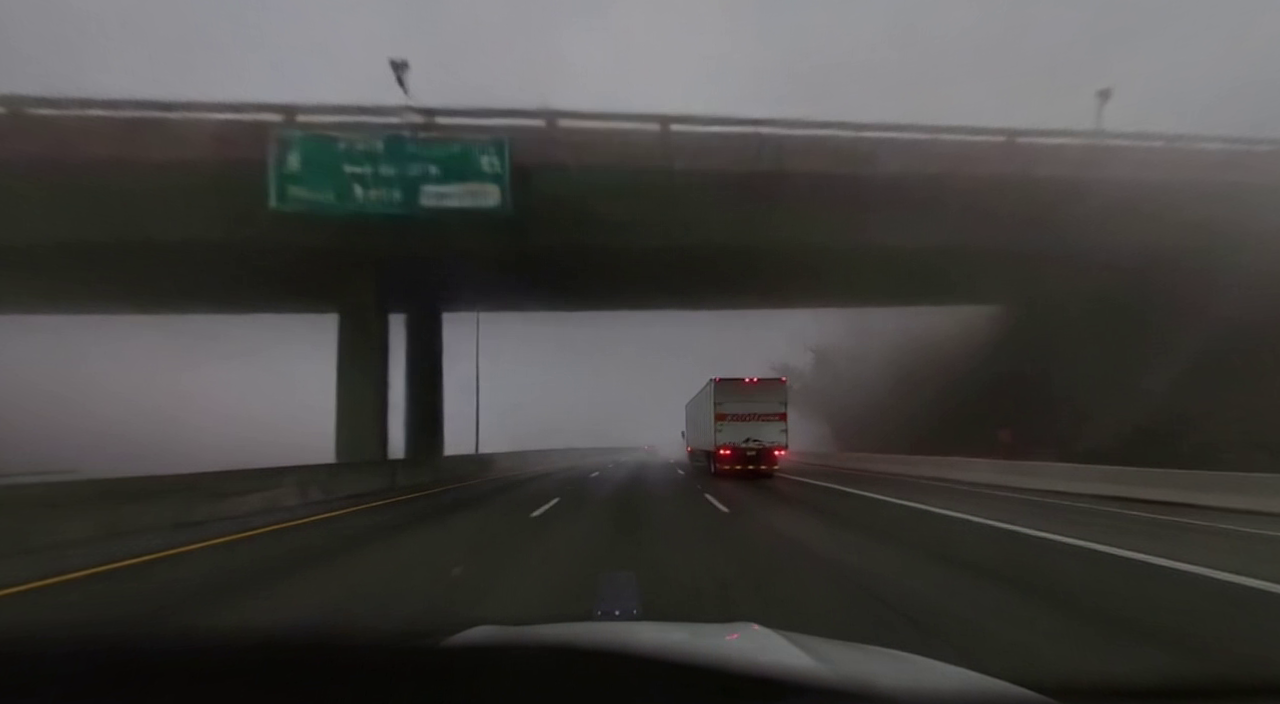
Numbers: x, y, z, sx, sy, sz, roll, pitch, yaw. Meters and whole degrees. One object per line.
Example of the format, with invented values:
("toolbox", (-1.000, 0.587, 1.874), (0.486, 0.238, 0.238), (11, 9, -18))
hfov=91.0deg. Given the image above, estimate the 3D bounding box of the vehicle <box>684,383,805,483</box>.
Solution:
("vehicle", (4.128, 3.683, 28.329), (3.306, 3.531, 11.717), (0, -8, -1))
